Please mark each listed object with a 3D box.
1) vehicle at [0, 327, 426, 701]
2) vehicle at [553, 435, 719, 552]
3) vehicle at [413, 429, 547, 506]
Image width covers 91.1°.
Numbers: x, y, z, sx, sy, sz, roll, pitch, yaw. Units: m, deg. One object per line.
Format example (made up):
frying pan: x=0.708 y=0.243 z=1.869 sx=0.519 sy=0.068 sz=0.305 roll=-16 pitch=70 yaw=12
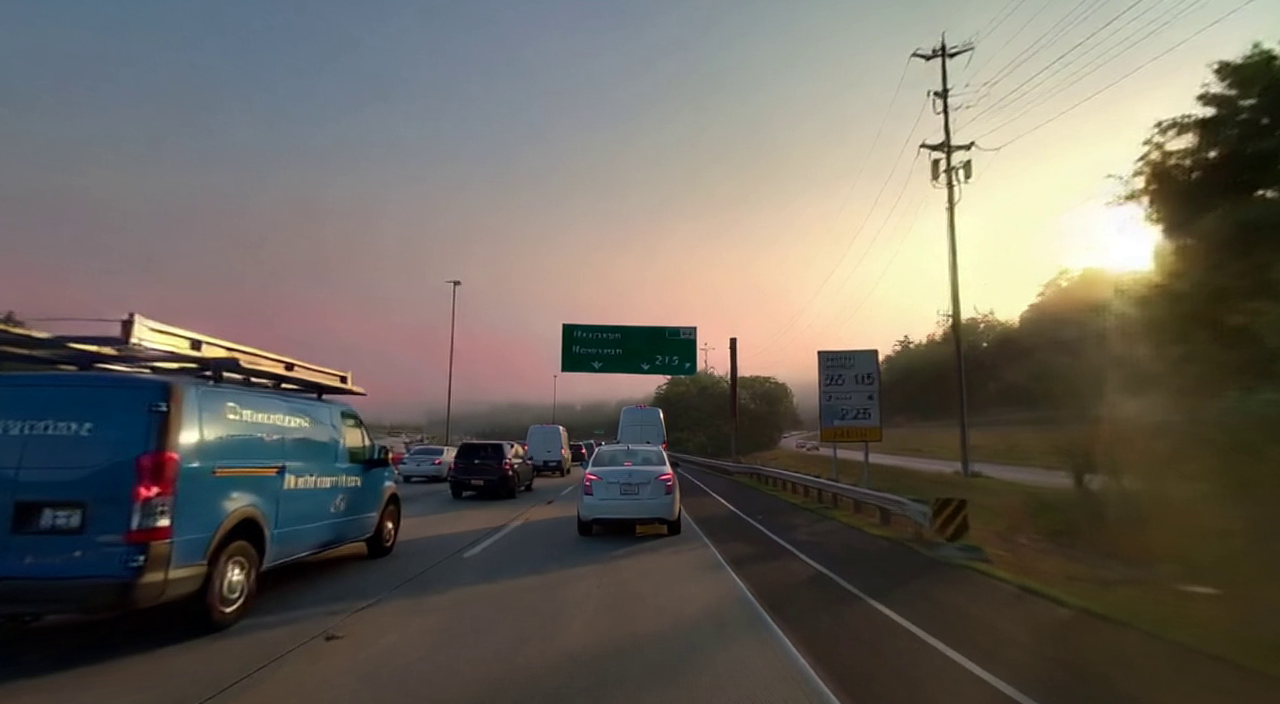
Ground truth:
vehicle: x=-3.862 y=1.164 z=5.641 sx=2.142 sy=1.952 sz=4.556 roll=0 pitch=-8 yaw=1
vehicle: x=-0.051 y=2.057 z=9.849 sx=2.054 sy=1.421 sz=4.090 roll=0 pitch=-8 yaw=0
vehicle: x=-3.853 y=2.866 z=16.021 sx=2.114 sy=1.657 sz=4.432 roll=0 pitch=-8 yaw=2
